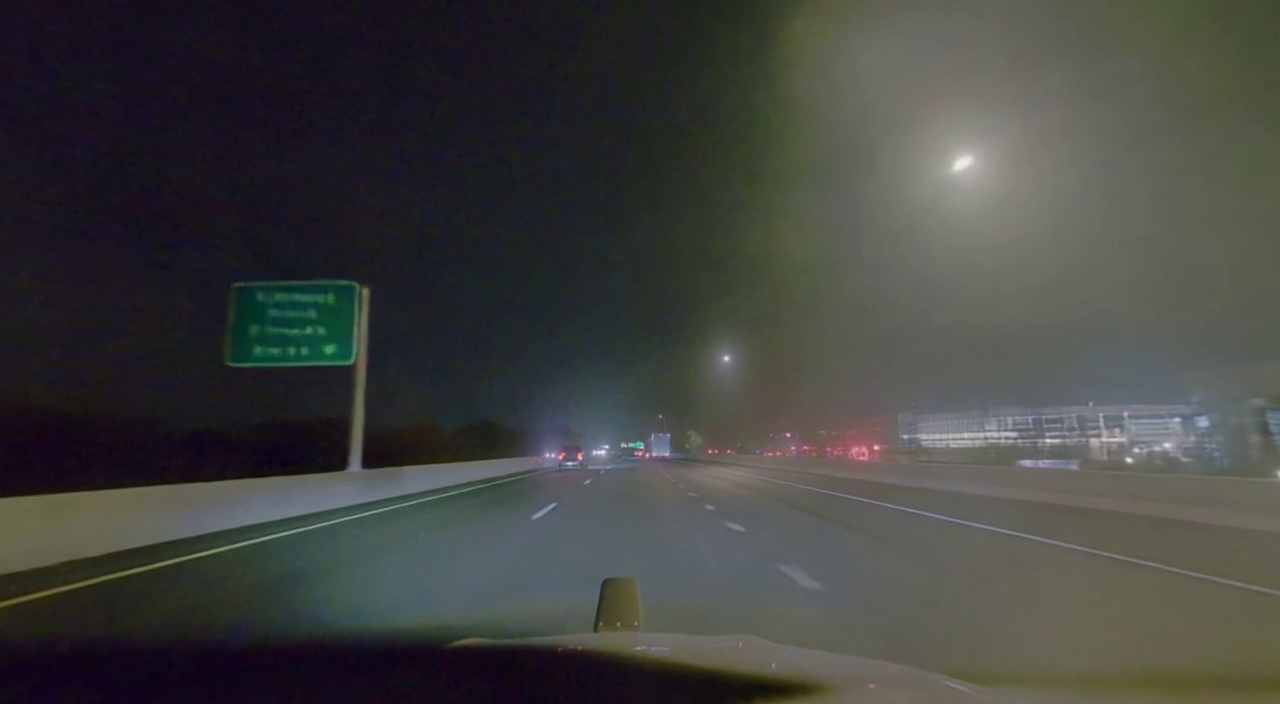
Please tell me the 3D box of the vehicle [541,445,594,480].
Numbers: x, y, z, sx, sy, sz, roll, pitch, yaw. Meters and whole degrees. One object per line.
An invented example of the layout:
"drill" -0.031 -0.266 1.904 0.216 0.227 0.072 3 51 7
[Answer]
"vehicle" -3.361 5.229 30.027 2.100 1.525 4.179 0 -9 -1
